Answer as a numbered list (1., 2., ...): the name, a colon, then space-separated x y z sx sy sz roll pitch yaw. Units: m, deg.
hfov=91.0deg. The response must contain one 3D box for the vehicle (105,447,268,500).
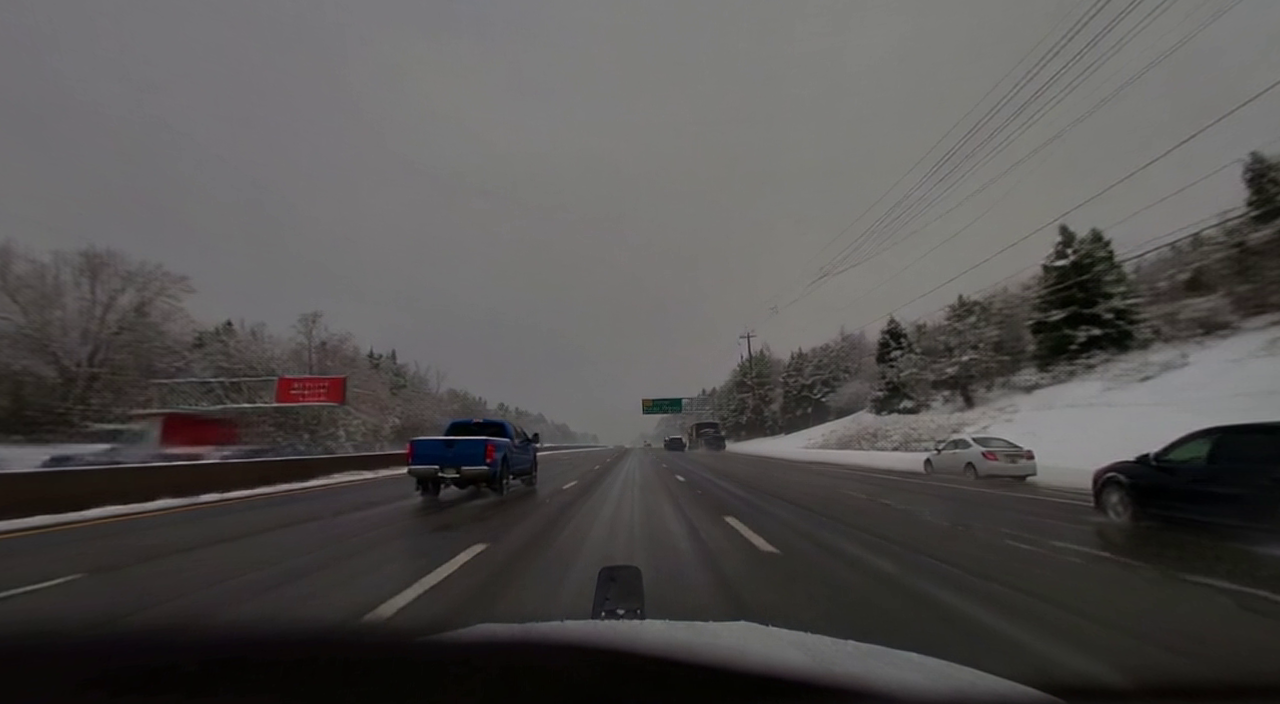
1. vehicle: -14.224 3.791 20.151 1.892 1.475 4.443 0 -8 1

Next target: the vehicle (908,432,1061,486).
1. vehicle: 10.534 3.316 19.761 2.076 1.470 4.644 0 -8 -1

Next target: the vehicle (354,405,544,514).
1. vehicle: -4.050 2.460 14.920 2.508 2.023 6.176 0 -8 1

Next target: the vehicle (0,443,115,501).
1. vehicle: -21.917 4.109 21.840 2.200 1.857 6.007 0 -8 0

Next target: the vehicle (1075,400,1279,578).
1. vehicle: 6.978 1.344 6.325 1.976 1.646 4.370 0 -8 -1
